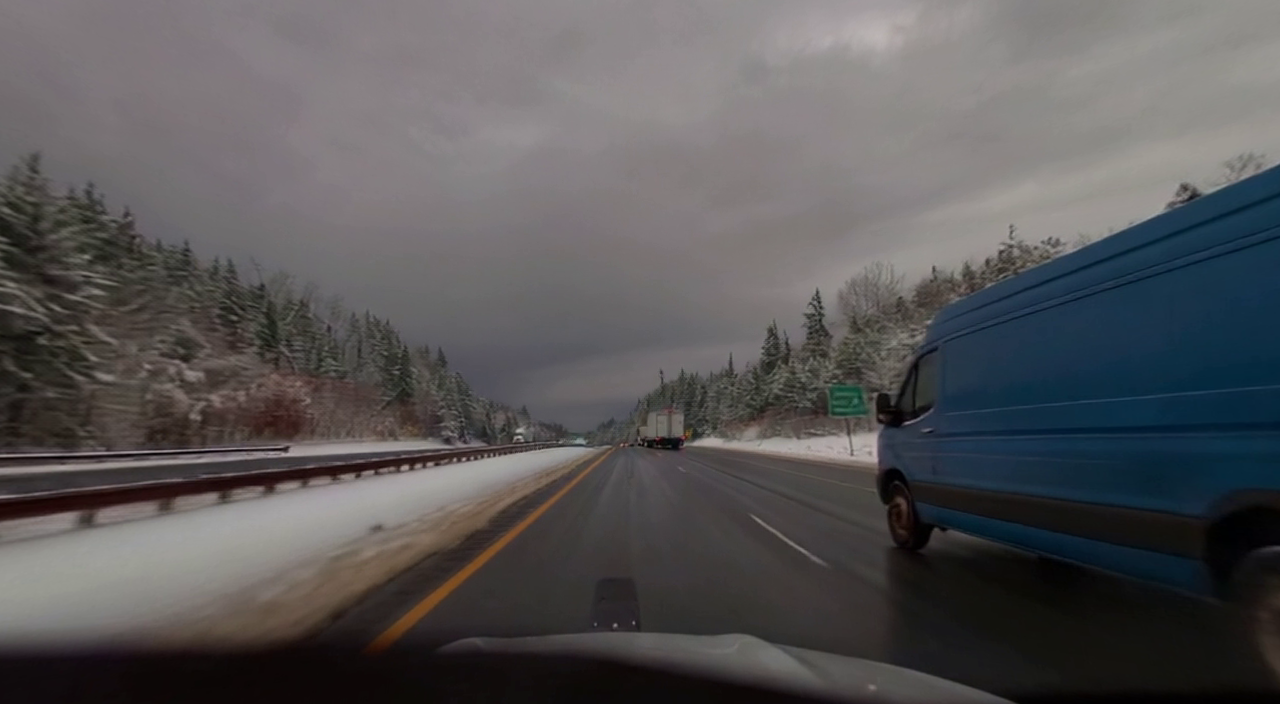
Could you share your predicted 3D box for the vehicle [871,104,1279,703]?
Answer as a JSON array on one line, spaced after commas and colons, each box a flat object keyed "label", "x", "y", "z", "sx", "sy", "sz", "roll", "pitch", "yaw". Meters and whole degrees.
[{"label": "vehicle", "x": 3.712, "y": 0.479, "z": 3.287, "sx": 2.570, "sy": 2.596, "sz": 6.082, "roll": 0, "pitch": -8, "yaw": -1}]
